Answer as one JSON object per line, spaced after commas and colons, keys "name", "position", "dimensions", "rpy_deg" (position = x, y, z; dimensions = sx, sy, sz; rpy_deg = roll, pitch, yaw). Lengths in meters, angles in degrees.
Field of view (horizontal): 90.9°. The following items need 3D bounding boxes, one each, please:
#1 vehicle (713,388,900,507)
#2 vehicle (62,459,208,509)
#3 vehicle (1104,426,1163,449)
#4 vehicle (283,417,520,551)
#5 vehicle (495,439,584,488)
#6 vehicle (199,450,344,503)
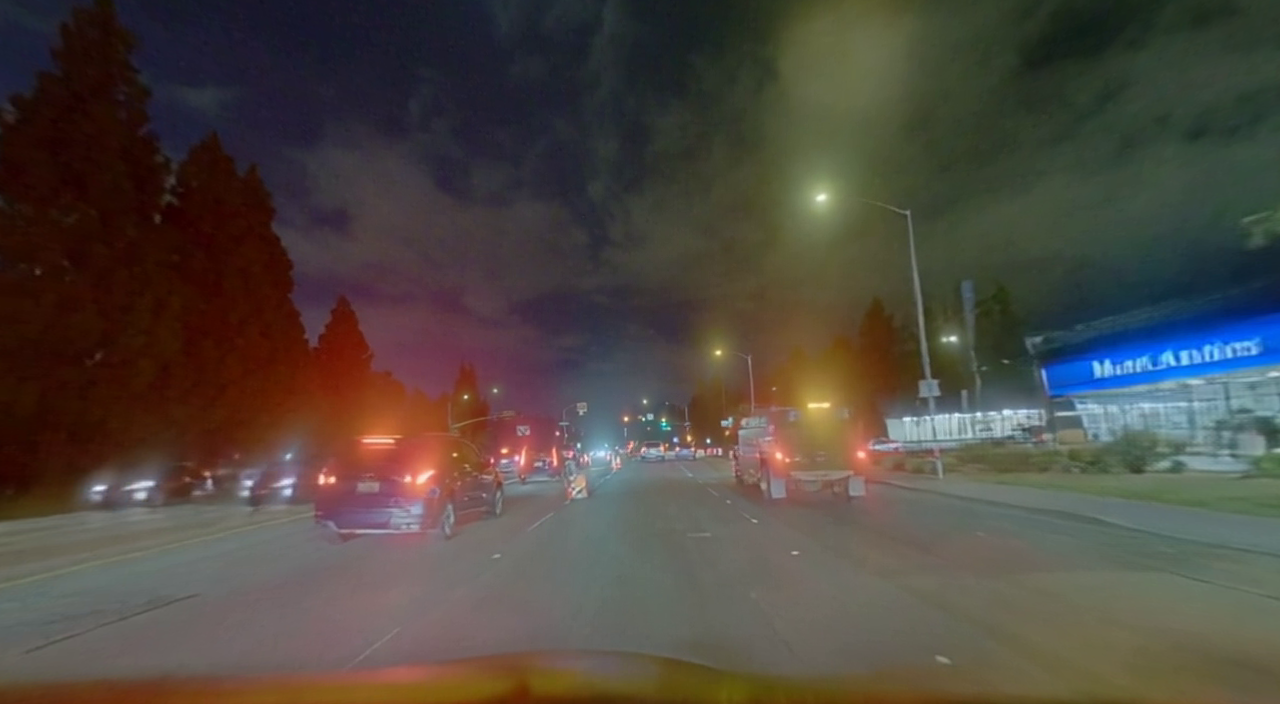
{"name": "vehicle", "position": [3.915, 2.570, 17.125], "dimensions": [2.760, 2.465, 7.936], "rpy_deg": [0, -8, -1]}
{"name": "vehicle", "position": [-19.641, 5.109, 24.847], "dimensions": [1.874, 1.671, 4.568], "rpy_deg": [0, -8, 1]}
{"name": "vehicle", "position": [36.098, 6.281, 46.227], "dimensions": [1.999, 1.564, 3.899], "rpy_deg": [-2, -9, 16]}
{"name": "vehicle", "position": [-3.458, 2.000, 10.263], "dimensions": [2.038, 1.682, 4.399], "rpy_deg": [0, -8, 1]}
{"name": "vehicle", "position": [-3.303, 3.777, 21.756], "dimensions": [2.107, 1.482, 4.674], "rpy_deg": [0, -8, 2]}
{"name": "vehicle", "position": [-12.036, 4.057, 21.039], "dimensions": [1.910, 1.509, 4.722], "rpy_deg": [0, -8, 1]}
